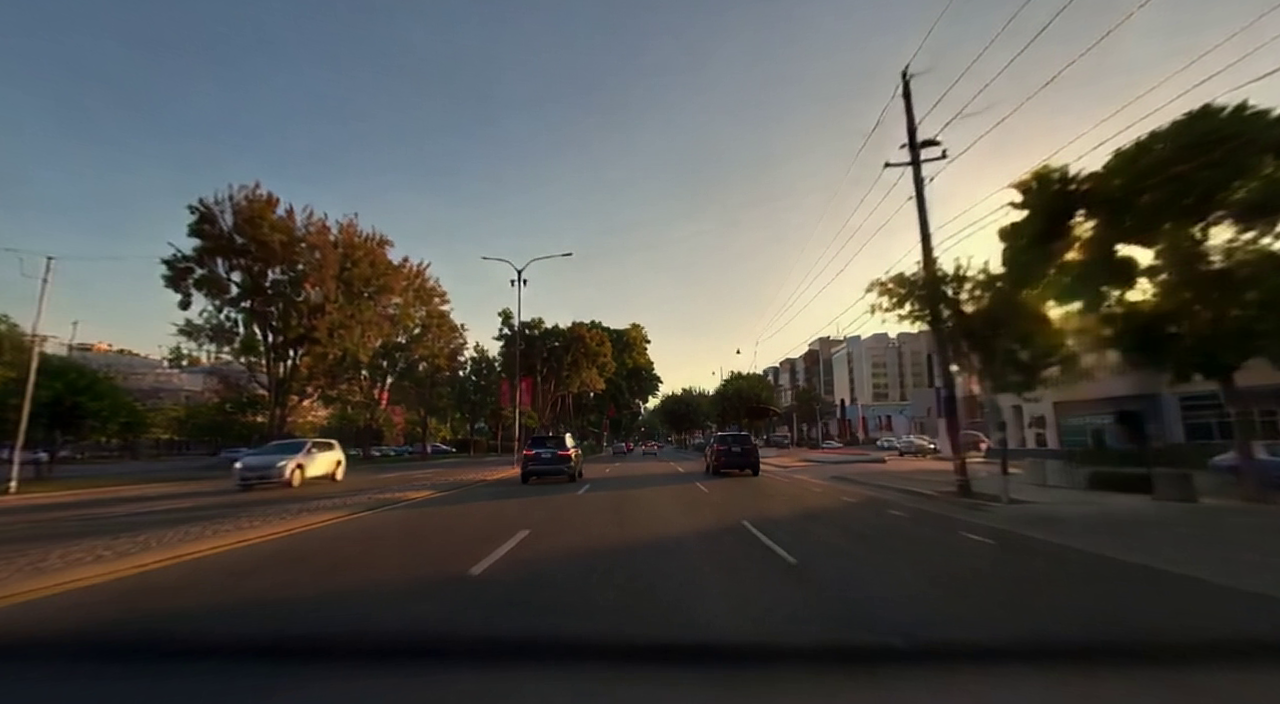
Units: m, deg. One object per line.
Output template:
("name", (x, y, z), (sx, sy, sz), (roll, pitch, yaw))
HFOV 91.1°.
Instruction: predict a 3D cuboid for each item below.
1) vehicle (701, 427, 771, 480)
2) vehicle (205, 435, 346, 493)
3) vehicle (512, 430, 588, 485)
("vehicle", (3.713, 4.018, 25.080), (2.024, 1.921, 4.431), (0, -9, -1))
("vehicle", (-12.104, 3.725, 21.288), (2.023, 1.729, 4.478), (0, -9, 0))
("vehicle", (-3.117, 3.769, 22.724), (2.014, 1.775, 4.404), (0, -9, 1))
